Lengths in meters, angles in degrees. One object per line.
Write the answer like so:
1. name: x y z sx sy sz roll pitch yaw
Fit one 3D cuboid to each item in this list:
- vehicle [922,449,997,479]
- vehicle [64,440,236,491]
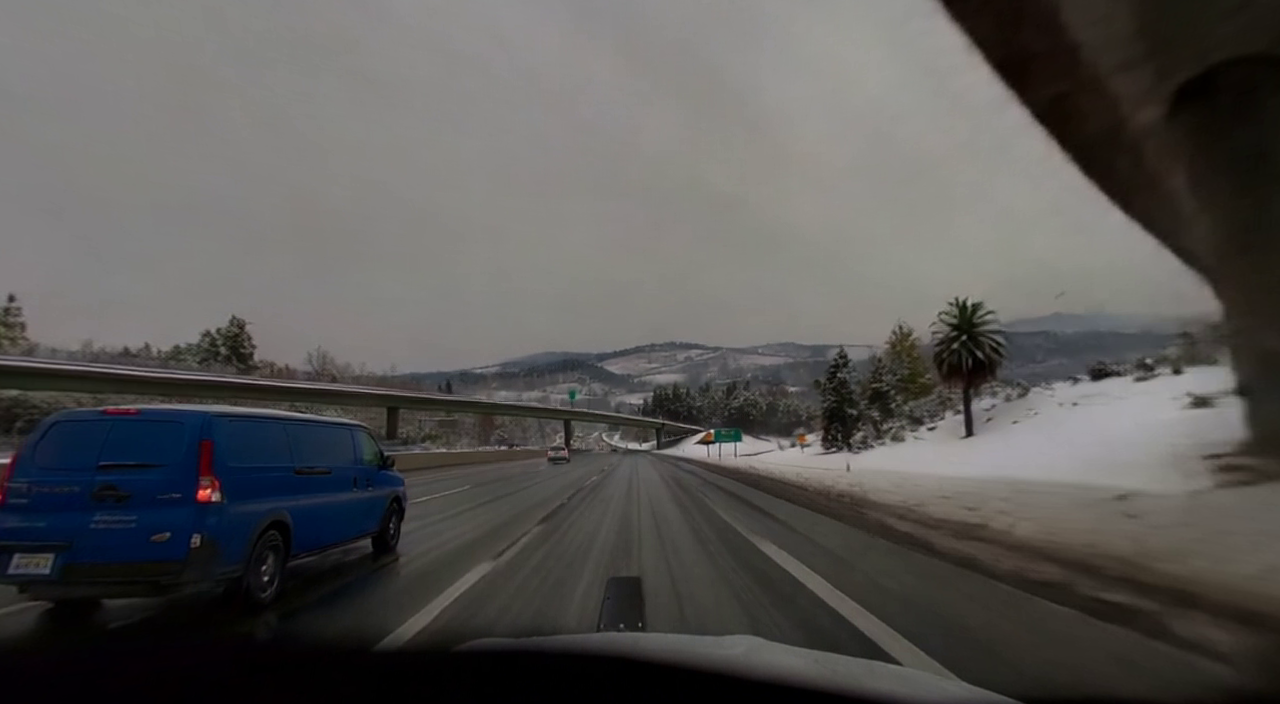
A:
1. vehicle: 19.486 6.827 38.549 2.294 1.737 4.708 -1 -9 3
2. vehicle: -16.068 3.726 20.997 1.952 1.479 4.689 0 -9 0
